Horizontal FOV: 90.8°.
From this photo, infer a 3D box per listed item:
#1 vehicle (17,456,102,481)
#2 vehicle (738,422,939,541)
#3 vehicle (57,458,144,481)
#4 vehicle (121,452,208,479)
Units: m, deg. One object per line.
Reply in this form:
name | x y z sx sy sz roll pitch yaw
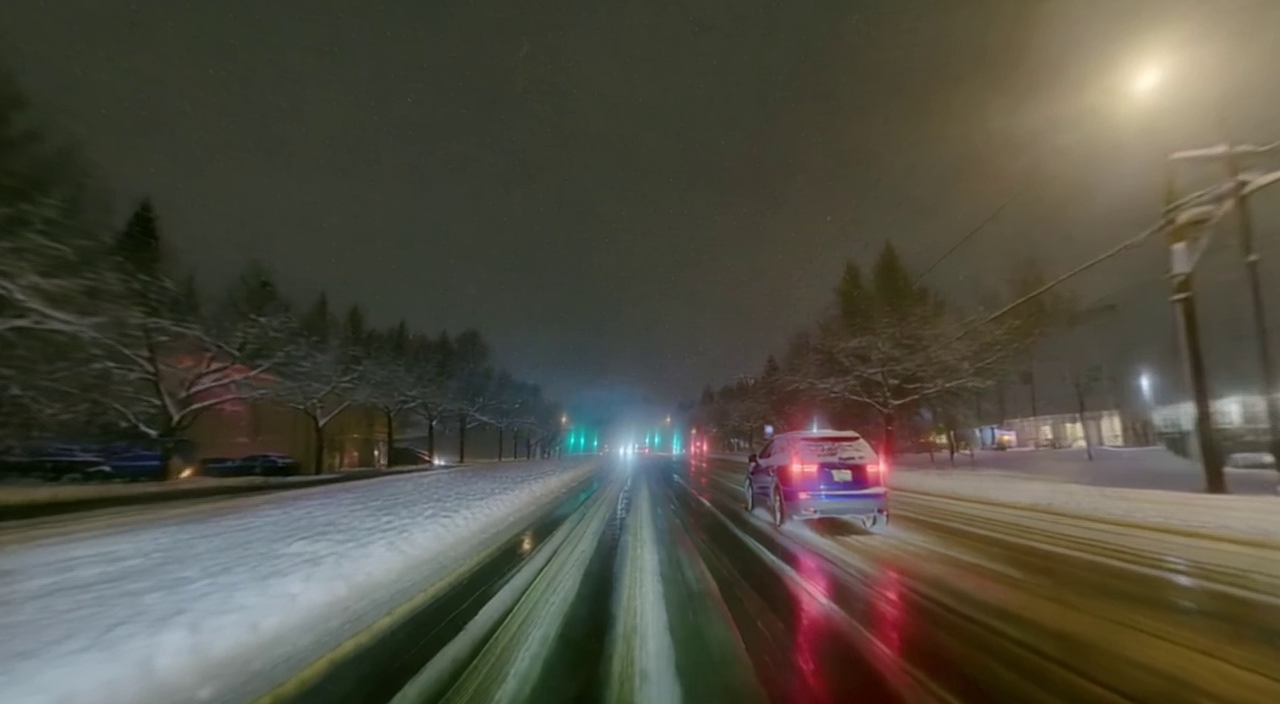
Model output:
vehicle | -42.199 8.455 45.975 4.291 1.703 1.976 0 -8 2
vehicle | 3.161 2.157 11.163 2.060 1.665 4.284 0 -8 -1
vehicle | -36.480 7.953 42.756 4.190 1.483 1.866 -1 -8 3
vehicle | -36.245 8.642 48.245 4.983 1.727 2.059 -2 -7 -3
